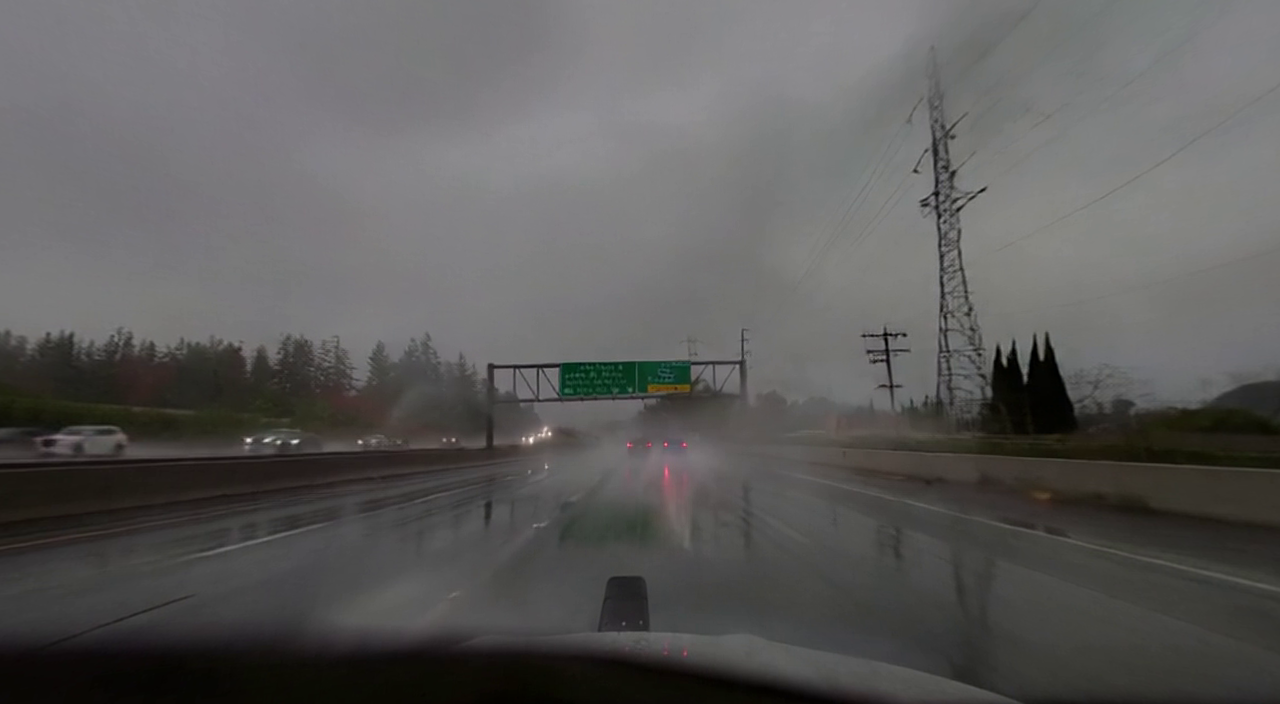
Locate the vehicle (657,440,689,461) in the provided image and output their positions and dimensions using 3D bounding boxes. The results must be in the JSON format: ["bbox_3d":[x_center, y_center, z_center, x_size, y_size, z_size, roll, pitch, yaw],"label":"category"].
[{"bbox_3d":[2.403,7.314,46.870,2.036,1.486,4.375,0,-8,-2],"label":"vehicle"}]

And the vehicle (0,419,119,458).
[{"bbox_3d":[-26.128,3.887,28.209,1.843,1.595,4.423,0,-8,0],"label":"vehicle"}]

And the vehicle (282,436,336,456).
[{"bbox_3d":[-26.091,7.427,49.890,1.791,1.455,4.487,0,-8,1],"label":"vehicle"}]
